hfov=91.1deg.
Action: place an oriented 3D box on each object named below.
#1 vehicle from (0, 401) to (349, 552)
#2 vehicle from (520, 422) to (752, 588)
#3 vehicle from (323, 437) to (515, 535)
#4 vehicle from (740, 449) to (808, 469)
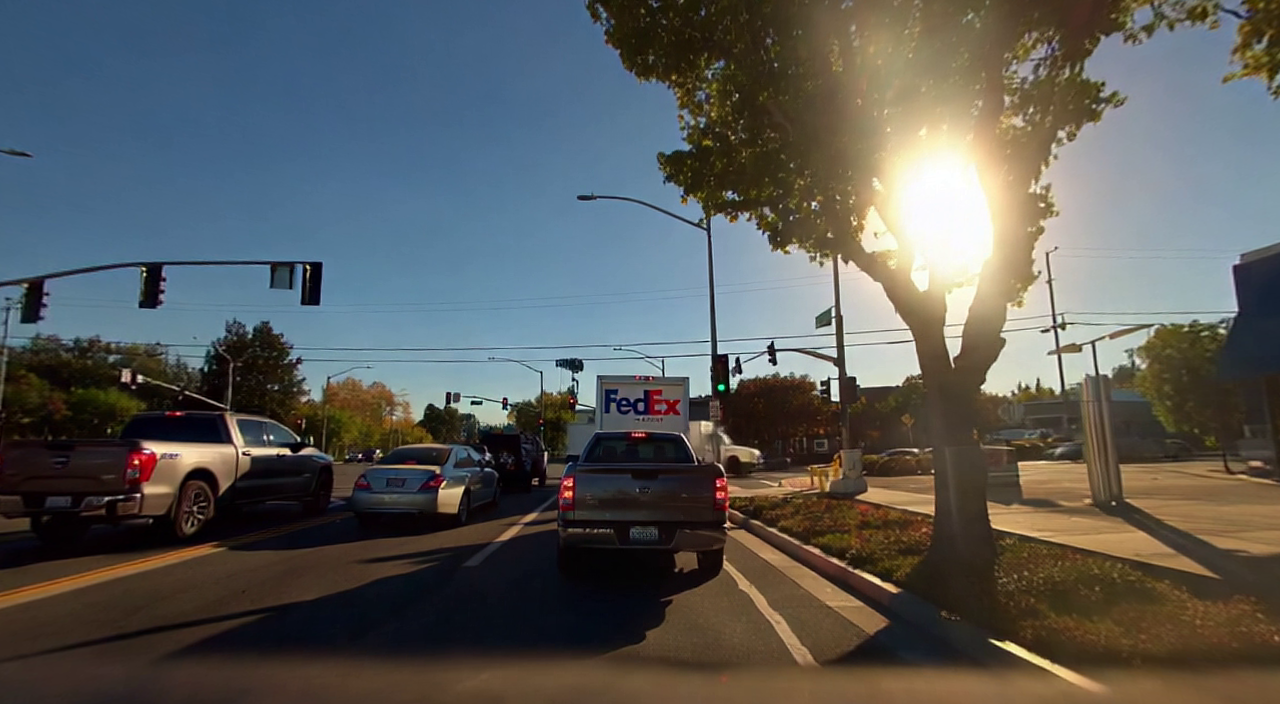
[{"bbox_3d":[-7.280,1.981,10.737,2.125,1.893,5.498,0,-9,-2],"label":"vehicle"},{"bbox_3d":[-0.035,1.746,8.030,2.145,1.513,4.269,0,-9,0],"label":"vehicle"},{"bbox_3d":[-3.860,2.398,11.936,1.949,1.487,4.390,0,-9,1],"label":"vehicle"},{"bbox_3d":[10.352,8.284,48.646,4.841,1.494,1.829,1,-9,-5],"label":"vehicle"}]
